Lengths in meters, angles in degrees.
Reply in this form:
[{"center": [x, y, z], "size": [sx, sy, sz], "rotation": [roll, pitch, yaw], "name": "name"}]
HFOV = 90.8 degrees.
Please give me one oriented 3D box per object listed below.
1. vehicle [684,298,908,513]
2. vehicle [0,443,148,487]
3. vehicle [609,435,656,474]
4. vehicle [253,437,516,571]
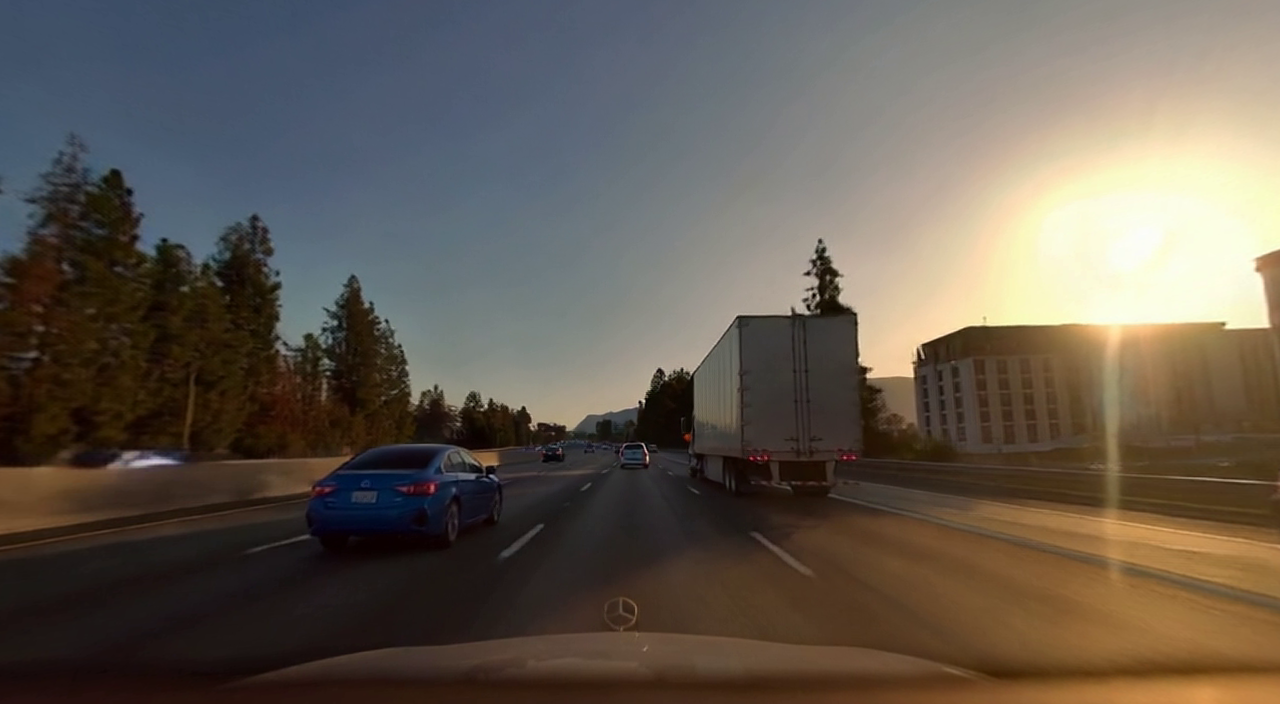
[{"center": [3.449, 2.138, 19.507], "size": [2.876, 4.086, 15.117], "rotation": [0, -9, -1], "name": "vehicle"}, {"center": [-23.277, 4.637, 26.160], "size": [1.964, 1.612, 4.834], "rotation": [0, -9, -1], "name": "vehicle"}, {"center": [-0.369, 5.104, 31.543], "size": [2.203, 1.805, 4.358], "rotation": [0, -9, -1], "name": "vehicle"}, {"center": [-3.182, 1.991, 9.077], "size": [1.864, 1.406, 4.544], "rotation": [0, -9, 0], "name": "vehicle"}]
